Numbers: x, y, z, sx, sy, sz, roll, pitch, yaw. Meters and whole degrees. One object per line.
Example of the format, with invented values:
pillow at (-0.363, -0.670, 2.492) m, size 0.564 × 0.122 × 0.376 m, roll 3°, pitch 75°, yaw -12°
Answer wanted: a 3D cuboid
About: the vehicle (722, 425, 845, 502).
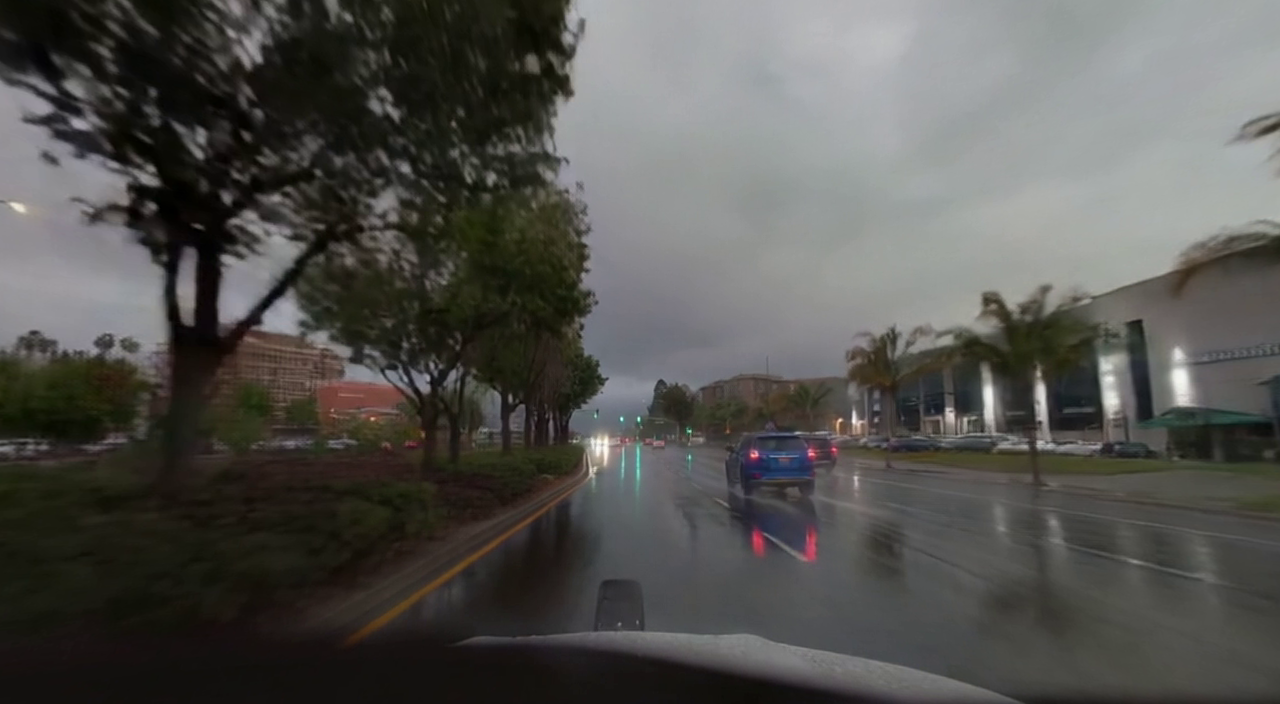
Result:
vehicle at (3.475, 2.801, 16.210) m, size 2.072 × 1.696 × 4.177 m, roll 0°, pitch -8°, yaw -1°
